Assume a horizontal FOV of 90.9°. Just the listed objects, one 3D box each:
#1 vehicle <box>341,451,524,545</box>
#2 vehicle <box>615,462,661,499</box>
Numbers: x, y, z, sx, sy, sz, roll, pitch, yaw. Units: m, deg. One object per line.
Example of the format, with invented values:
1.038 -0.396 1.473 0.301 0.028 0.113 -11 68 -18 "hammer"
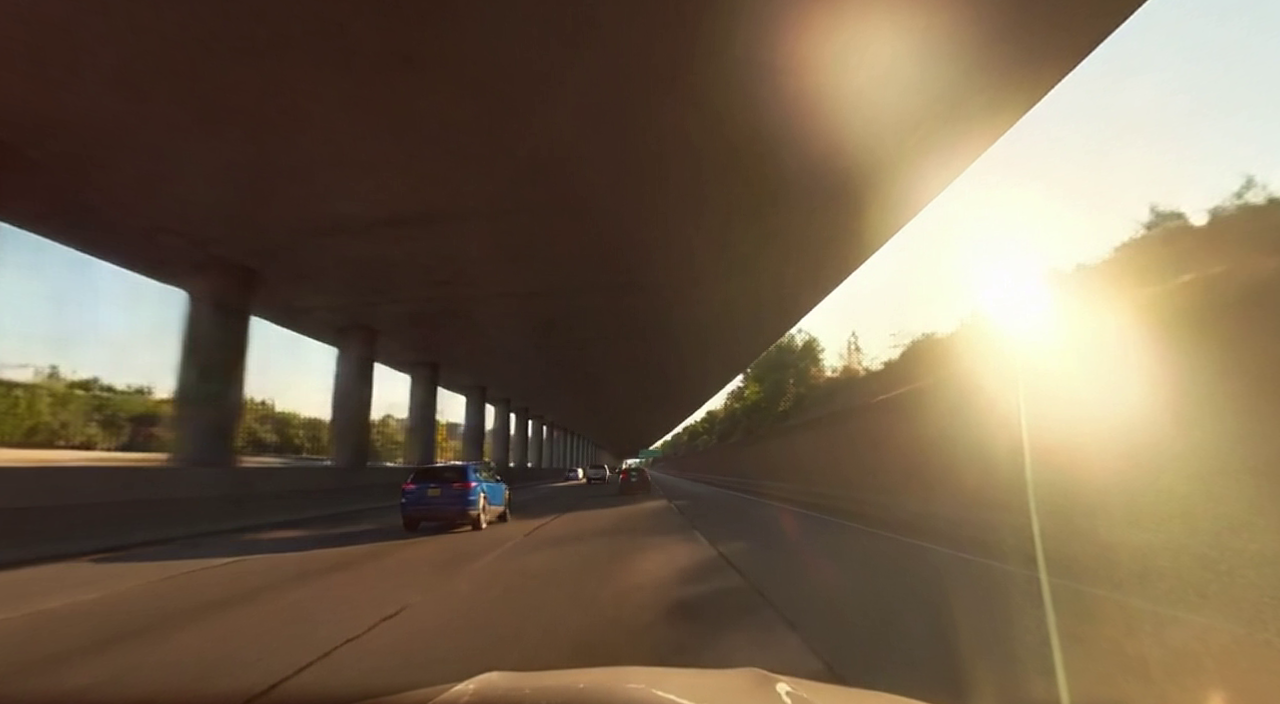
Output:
-3.925 2.890 12.981 2.102 1.521 4.687 1 -11 1 "vehicle"
-0.110 5.989 29.518 1.992 1.601 3.762 1 -11 -1 "vehicle"
